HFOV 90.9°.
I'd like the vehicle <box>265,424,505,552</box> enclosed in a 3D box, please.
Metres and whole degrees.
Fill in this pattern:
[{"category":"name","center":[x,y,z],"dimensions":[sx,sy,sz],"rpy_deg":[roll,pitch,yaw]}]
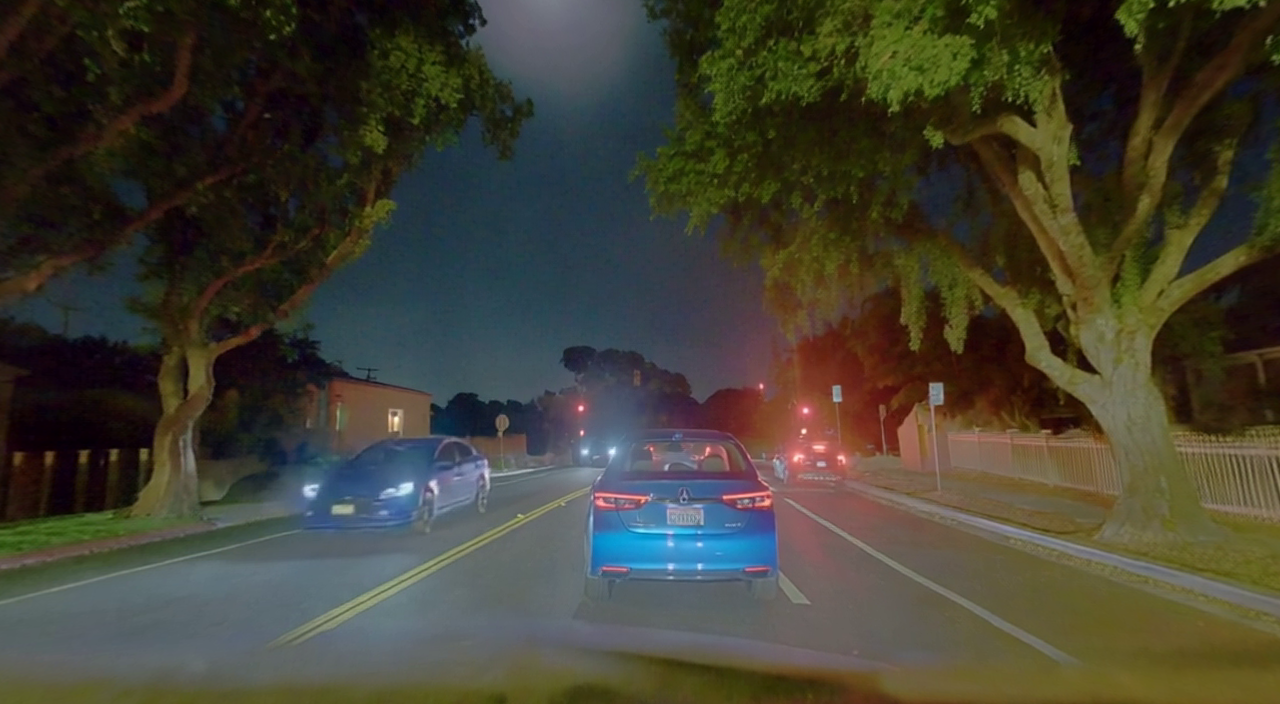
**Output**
[{"category":"vehicle","center":[-4.088,2.259,11.050],"dimensions":[2.160,1.507,4.470],"rpy_deg":[-7,-9,2]}]

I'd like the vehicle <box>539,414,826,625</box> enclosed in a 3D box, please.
[{"category":"vehicle","center":[0.340,1.502,6.608],"dimensions":[2.070,1.516,3.936],"rpy_deg":[0,-8,1]}]

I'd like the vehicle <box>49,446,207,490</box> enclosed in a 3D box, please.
[{"category":"vehicle","center":[-18.110,4.085,22.410],"dimensions":[4.069,1.445,2.063],"rpy_deg":[-2,-9,8]}]
